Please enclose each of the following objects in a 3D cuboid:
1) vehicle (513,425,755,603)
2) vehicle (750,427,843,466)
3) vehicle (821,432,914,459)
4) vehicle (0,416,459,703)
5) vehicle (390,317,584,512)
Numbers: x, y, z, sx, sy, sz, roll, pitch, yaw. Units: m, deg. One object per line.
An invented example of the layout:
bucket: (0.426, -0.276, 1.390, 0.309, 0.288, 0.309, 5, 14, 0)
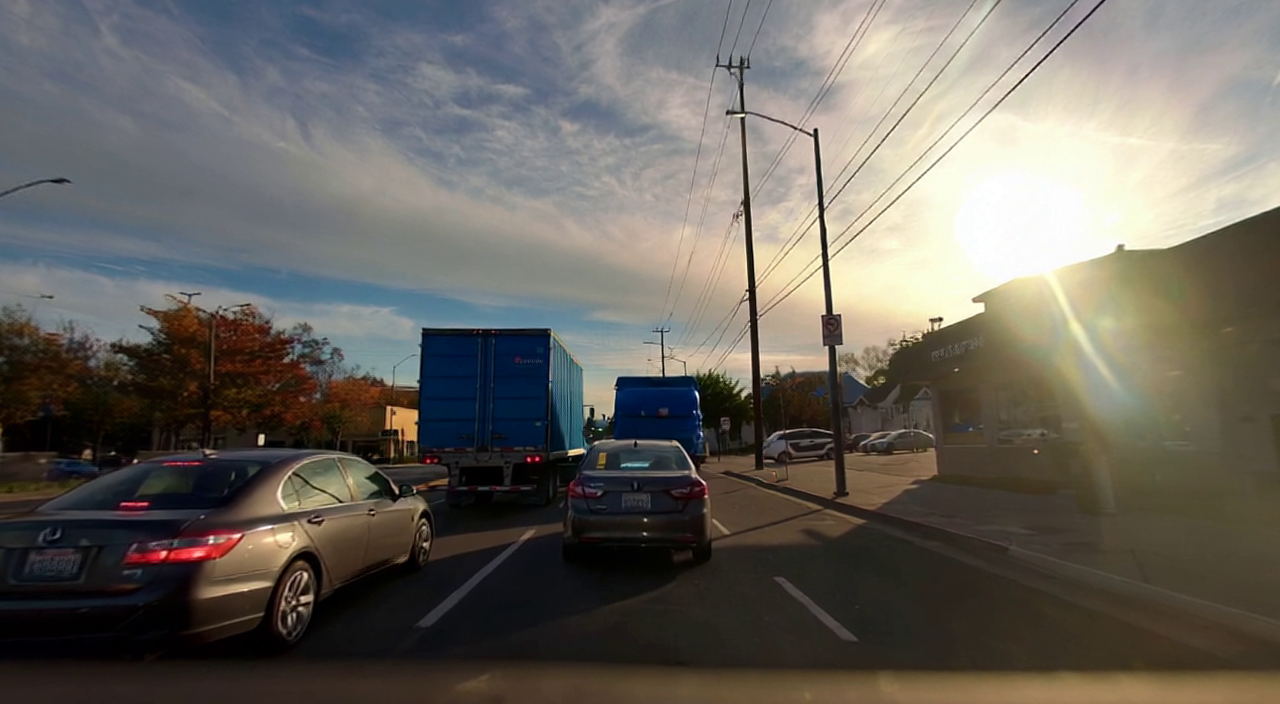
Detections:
vehicle: (-0.096, 1.691, 7.493, 2.067, 1.506, 4.118, 0, -8, -1)
vehicle: (8.020, 4.915, 32.690, 2.061, 1.845, 4.829, 4, -9, -25)
vehicle: (12.843, 5.327, 35.671, 4.574, 1.478, 1.880, 0, -8, 3)
vehicle: (-3.097, 1.359, 5.070, 1.969, 1.471, 4.378, 0, -8, 0)
vehicle: (-3.261, 1.698, 15.752, 3.020, 3.800, 7.105, 0, -8, 0)
